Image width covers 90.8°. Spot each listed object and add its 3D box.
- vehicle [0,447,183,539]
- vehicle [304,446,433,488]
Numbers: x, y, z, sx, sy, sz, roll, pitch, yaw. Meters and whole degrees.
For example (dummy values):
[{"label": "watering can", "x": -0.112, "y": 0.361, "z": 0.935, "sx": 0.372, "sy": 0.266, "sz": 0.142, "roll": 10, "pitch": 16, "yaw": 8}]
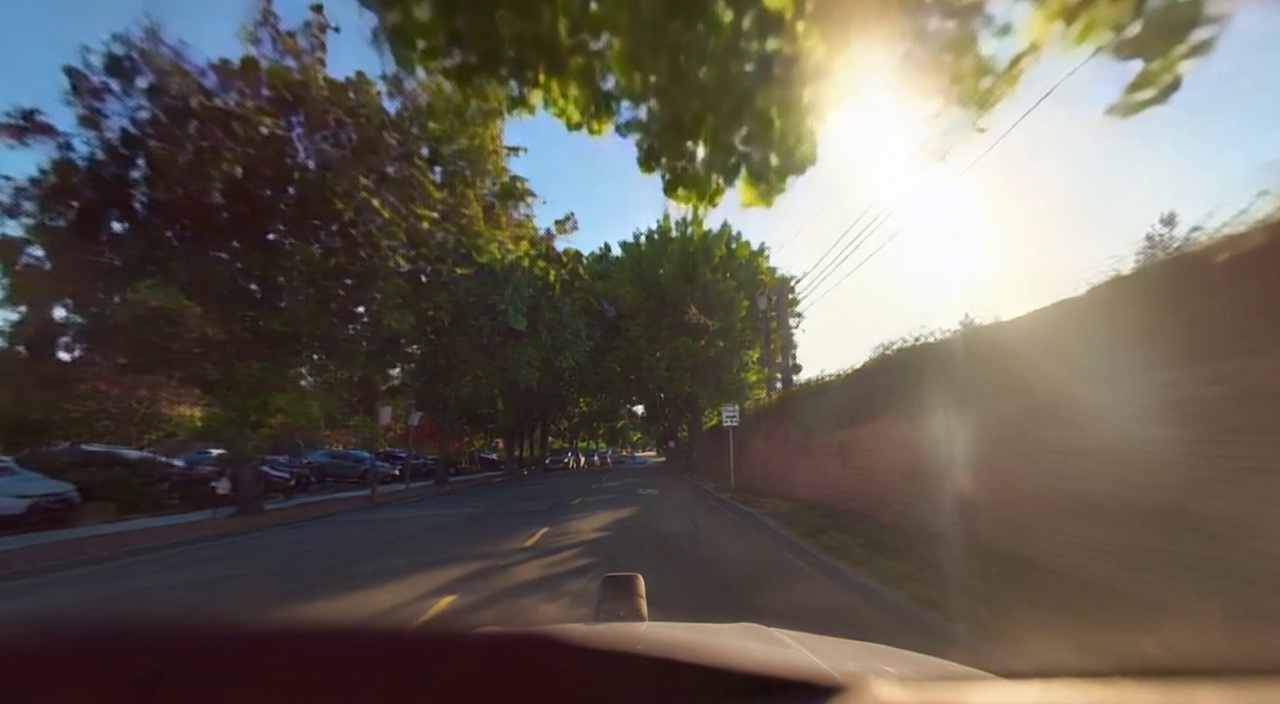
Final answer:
[{"label": "vehicle", "x": -13.095, "y": 2.958, "z": 13.592, "sx": 4.870, "sy": 1.767, "sz": 2.120, "roll": -1, "pitch": -8, "yaw": 2}, {"label": "vehicle", "x": -13.561, "y": 5.771, "z": 31.837, "sx": 5.428, "sy": 1.908, "sz": 2.196, "roll": 1, "pitch": -9, "yaw": 0}]
